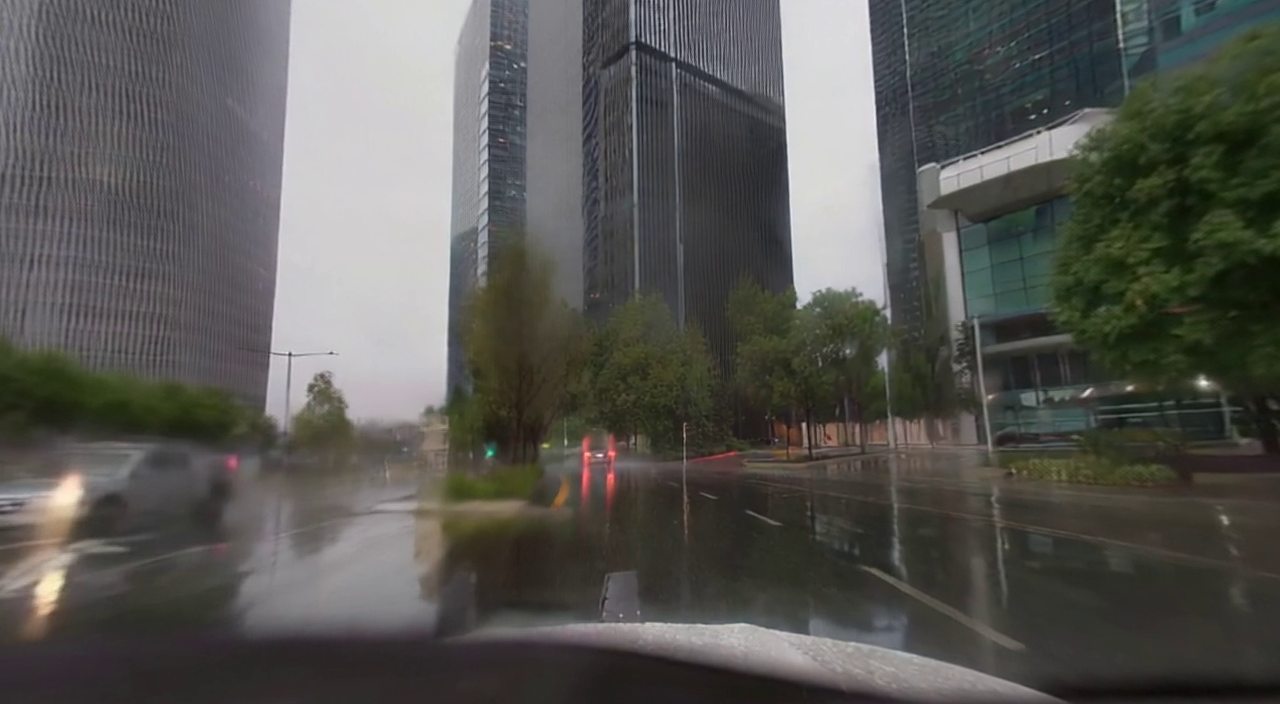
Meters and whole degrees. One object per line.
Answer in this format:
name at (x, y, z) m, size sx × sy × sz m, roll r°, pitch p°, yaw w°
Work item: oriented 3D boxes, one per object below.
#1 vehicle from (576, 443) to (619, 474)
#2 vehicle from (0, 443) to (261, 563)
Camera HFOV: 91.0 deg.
vehicle at (-2.798, 6.772, 40.238) m, size 2.129 × 1.816 × 4.851 m, roll 2°, pitch -9°, yaw -11°
vehicle at (-8.431, 2.275, 10.294) m, size 2.004 × 1.549 × 3.947 m, roll 0°, pitch -8°, yaw -1°
